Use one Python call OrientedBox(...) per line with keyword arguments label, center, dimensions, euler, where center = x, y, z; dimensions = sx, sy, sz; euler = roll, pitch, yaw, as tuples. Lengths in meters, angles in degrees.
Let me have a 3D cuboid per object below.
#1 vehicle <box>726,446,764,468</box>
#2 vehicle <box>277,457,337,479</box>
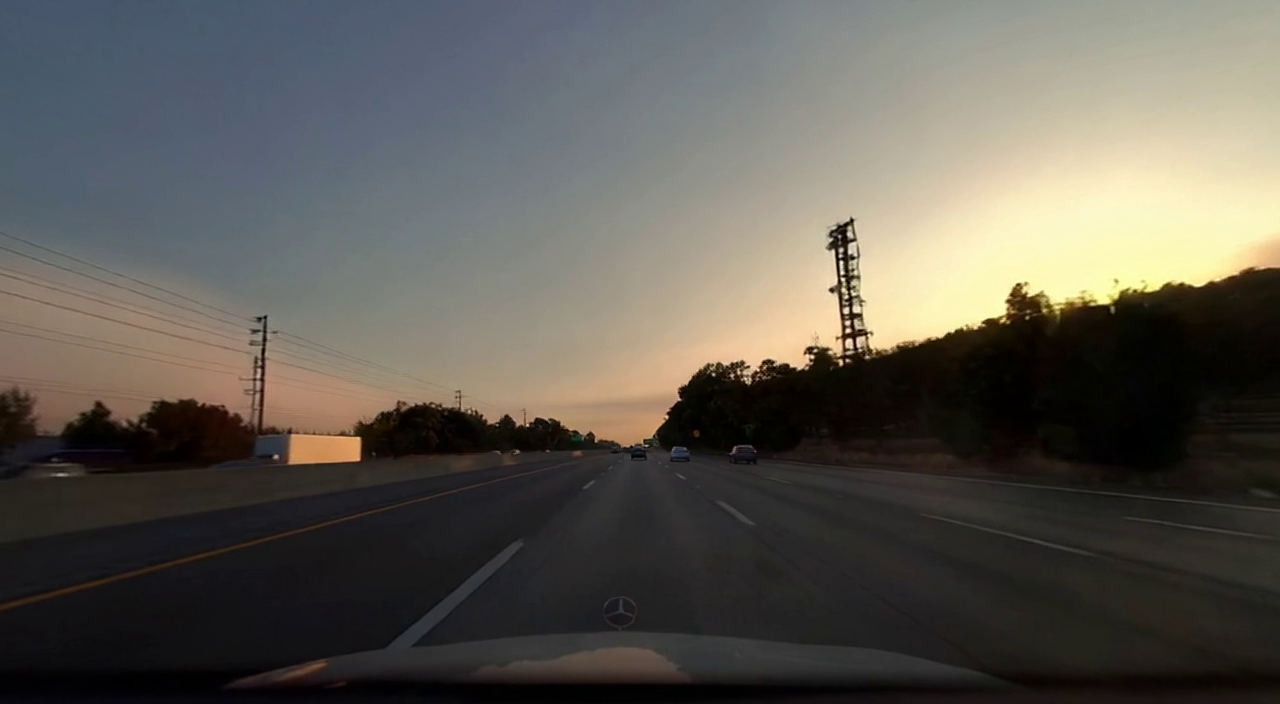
OrientedBox(label="vehicle", center=(7.227, 7.258, 43.759), dimensions=(1.817, 1.440, 4.075), euler=(0, -9, -2))
OrientedBox(label="vehicle", center=(-25.227, 8.750, 48.002), dimensions=(2.340, 1.509, 4.076), euler=(0, -9, 0))
